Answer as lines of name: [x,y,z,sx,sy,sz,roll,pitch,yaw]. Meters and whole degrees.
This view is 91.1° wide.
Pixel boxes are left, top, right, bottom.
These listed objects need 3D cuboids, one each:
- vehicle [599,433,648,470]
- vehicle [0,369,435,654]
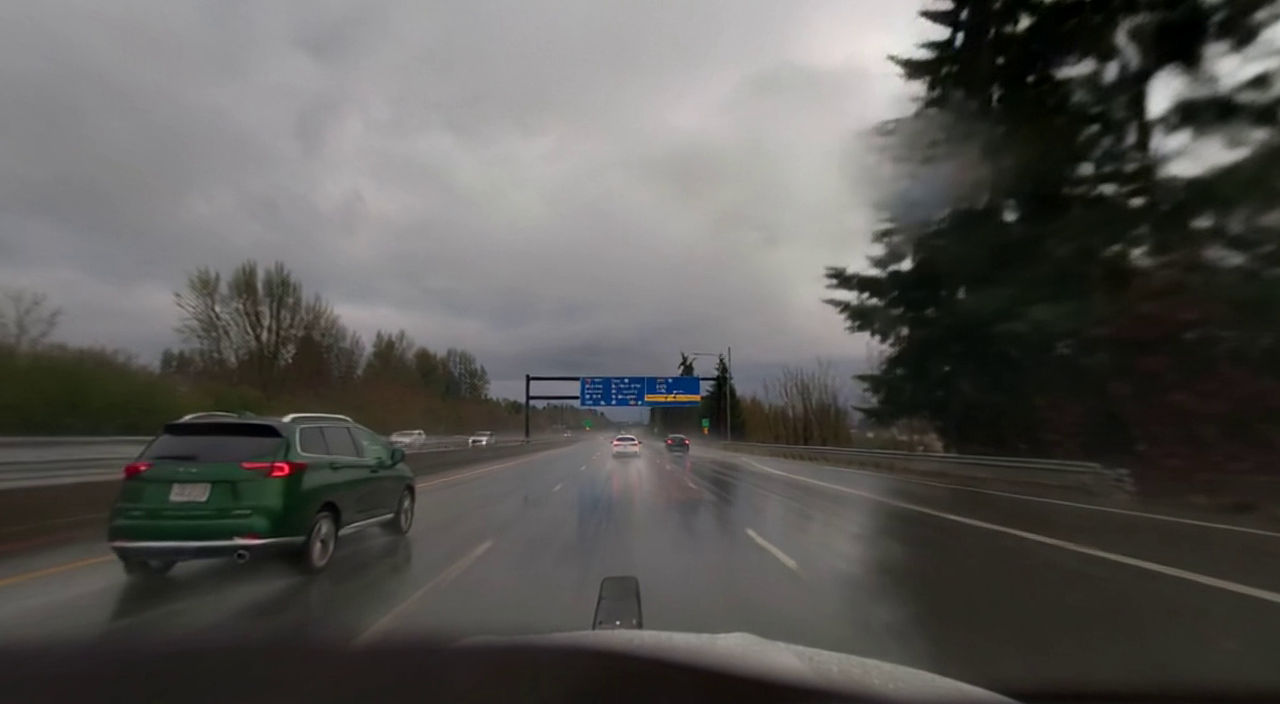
vehicle: [-0.751,4.383,28.007,2.010,1.534,4.013,0,-8,-2]
vehicle: [-3.776,1.245,6.046,2.111,1.689,4.505,0,-8,-1]
